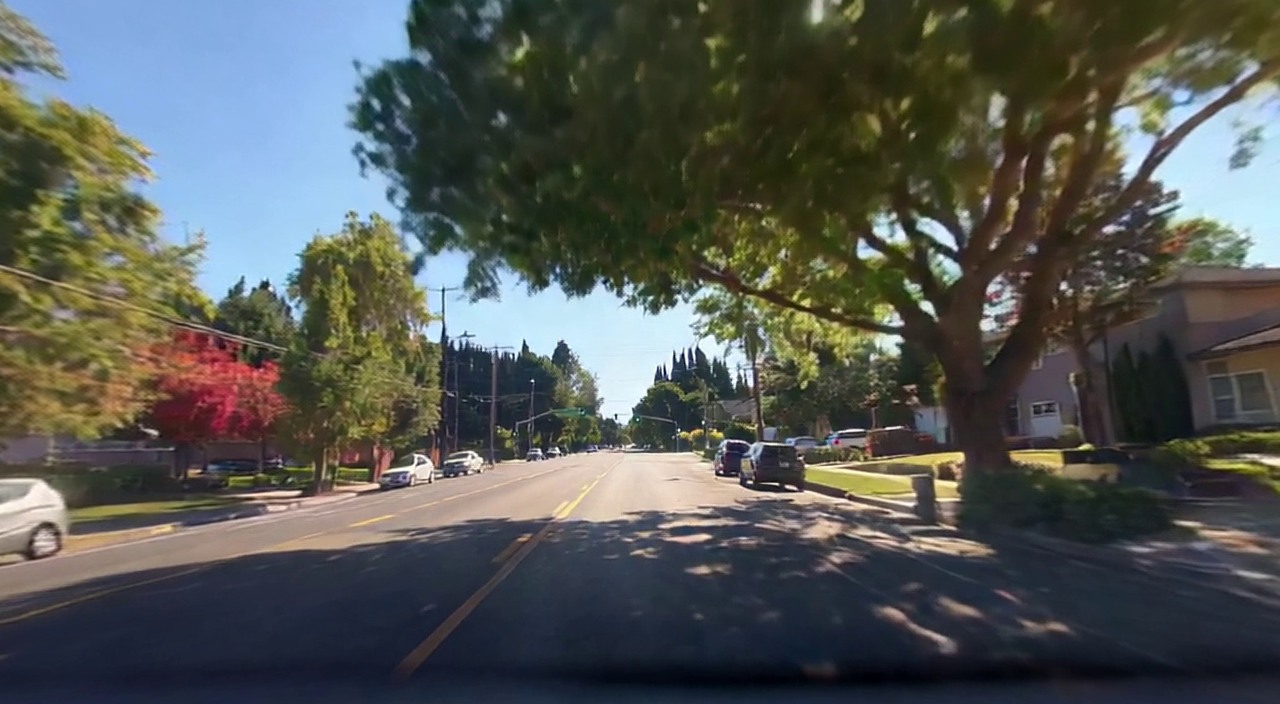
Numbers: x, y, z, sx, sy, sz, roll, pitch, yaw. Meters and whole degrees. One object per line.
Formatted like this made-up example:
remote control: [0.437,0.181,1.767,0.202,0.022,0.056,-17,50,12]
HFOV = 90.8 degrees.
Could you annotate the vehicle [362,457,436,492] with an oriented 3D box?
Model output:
vehicle: [-11.545,5.862,30.524,1.867,1.471,4.139,0,-8,1]

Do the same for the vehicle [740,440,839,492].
vehicle: [4.605,3.574,20.205,2.010,1.461,4.247,0,-8,-2]

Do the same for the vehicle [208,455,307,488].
vehicle: [-20.002,6.244,33.150,3.932,1.641,1.819,0,-8,-1]

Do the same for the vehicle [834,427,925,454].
vehicle: [14.311,5.345,38.002,4.660,1.546,1.916,0,-8,0]

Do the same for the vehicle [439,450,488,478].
vehicle: [-11.608,7.371,41.833,1.977,1.753,4.278,0,-8,0]

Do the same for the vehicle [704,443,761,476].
vehicle: [4.385,5.158,30.615,2.063,1.444,4.217,0,-8,-1]
